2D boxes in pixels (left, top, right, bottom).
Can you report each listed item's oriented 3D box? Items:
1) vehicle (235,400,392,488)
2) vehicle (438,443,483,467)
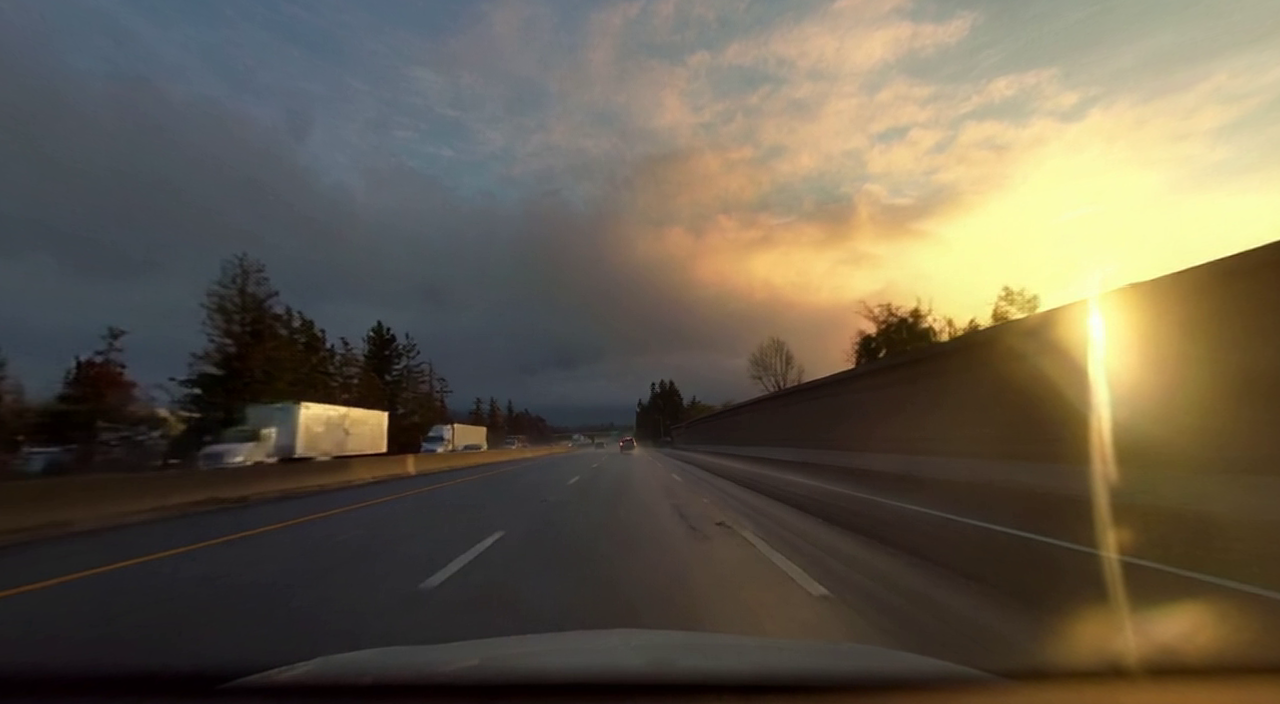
[{"bbox_3d":[-16.129,4.673,32.314,2.970,3.779,9.719,0,-8,-1],"label":"vehicle"},{"bbox_3d":[-12.255,7.036,43.186,1.875,1.470,4.357,0,-8,-1],"label":"vehicle"}]
